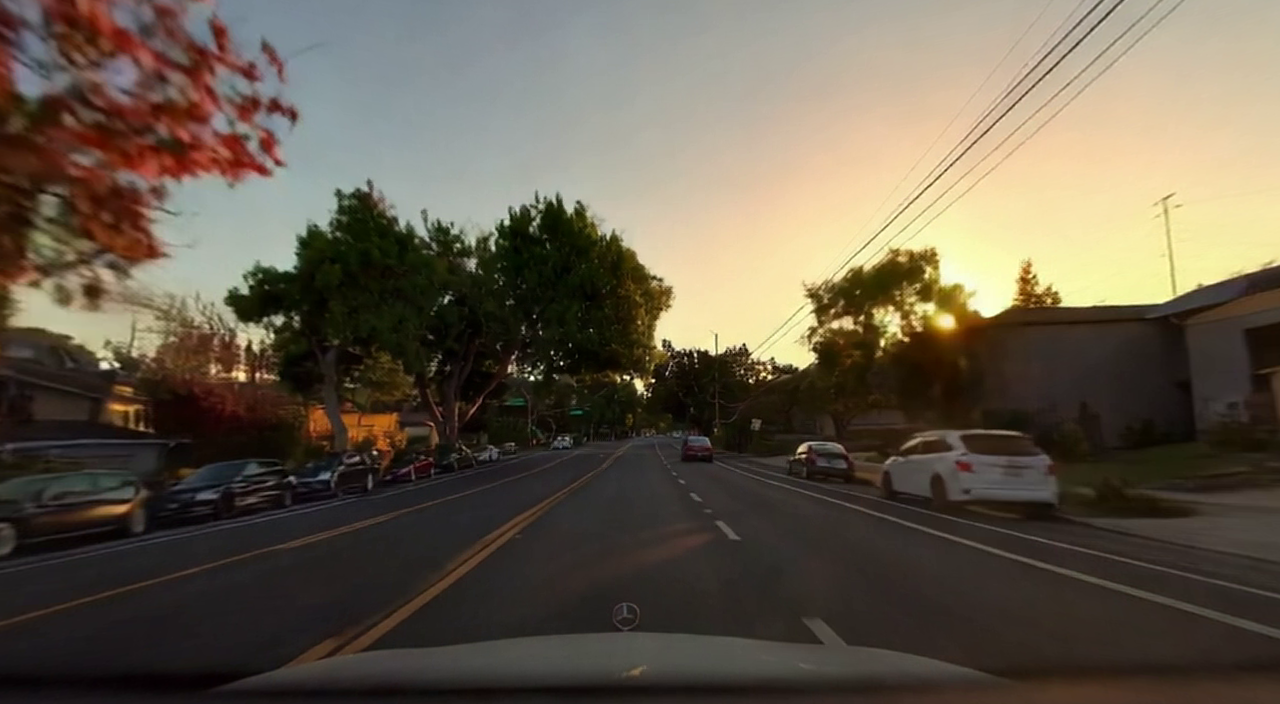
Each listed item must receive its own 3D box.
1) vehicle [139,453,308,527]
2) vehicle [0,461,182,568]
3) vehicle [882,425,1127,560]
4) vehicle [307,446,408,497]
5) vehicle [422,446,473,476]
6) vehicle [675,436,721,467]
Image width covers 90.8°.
[{"bbox_3d":[-11.608,3.809,18.055,1.921,1.770,4.265,0,-8,-1],"label":"vehicle"},{"bbox_3d":[-11.728,3.032,12.242,1.888,1.668,5.052,0,-8,0],"label":"vehicle"},{"bbox_3d":[7.260,2.785,13.437,2.081,2.286,4.941,0,-8,-2],"label":"vehicle"},{"bbox_3d":[-11.515,4.858,26.181,2.049,1.848,4.693,0,-8,-1],"label":"vehicle"},{"bbox_3d":[-12.233,6.920,40.419,2.032,1.773,4.471,0,-8,-2],"label":"vehicle"},{"bbox_3d":[3.132,5.487,35.061,1.951,1.620,4.582,0,-8,-3],"label":"vehicle"}]
